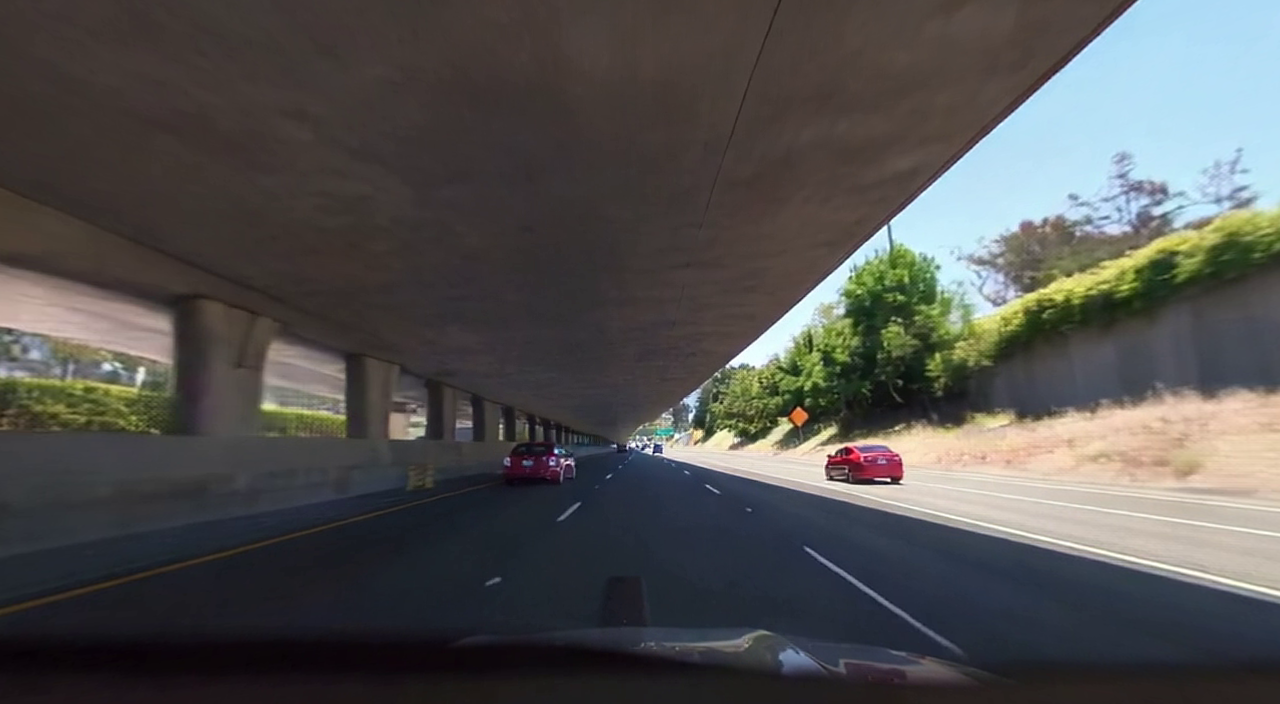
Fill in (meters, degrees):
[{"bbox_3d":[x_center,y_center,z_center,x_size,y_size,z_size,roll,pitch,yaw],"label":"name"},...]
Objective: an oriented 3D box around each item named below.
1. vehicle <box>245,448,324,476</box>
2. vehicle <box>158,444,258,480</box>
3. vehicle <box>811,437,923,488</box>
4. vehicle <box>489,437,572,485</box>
[{"bbox_3d":[-20.750,6.435,37.052,1.891,1.489,4.682,0,-8,0],"label":"vehicle"},{"bbox_3d":[-24.484,6.224,36.059,1.997,1.847,5.313,0,-8,0],"label":"vehicle"},{"bbox_3d":[7.255,3.571,20.724,1.914,1.465,4.574,0,-8,-1],"label":"vehicle"},{"bbox_3d":[-3.840,3.924,23.008,2.085,1.533,4.861,0,-8,1],"label":"vehicle"}]
